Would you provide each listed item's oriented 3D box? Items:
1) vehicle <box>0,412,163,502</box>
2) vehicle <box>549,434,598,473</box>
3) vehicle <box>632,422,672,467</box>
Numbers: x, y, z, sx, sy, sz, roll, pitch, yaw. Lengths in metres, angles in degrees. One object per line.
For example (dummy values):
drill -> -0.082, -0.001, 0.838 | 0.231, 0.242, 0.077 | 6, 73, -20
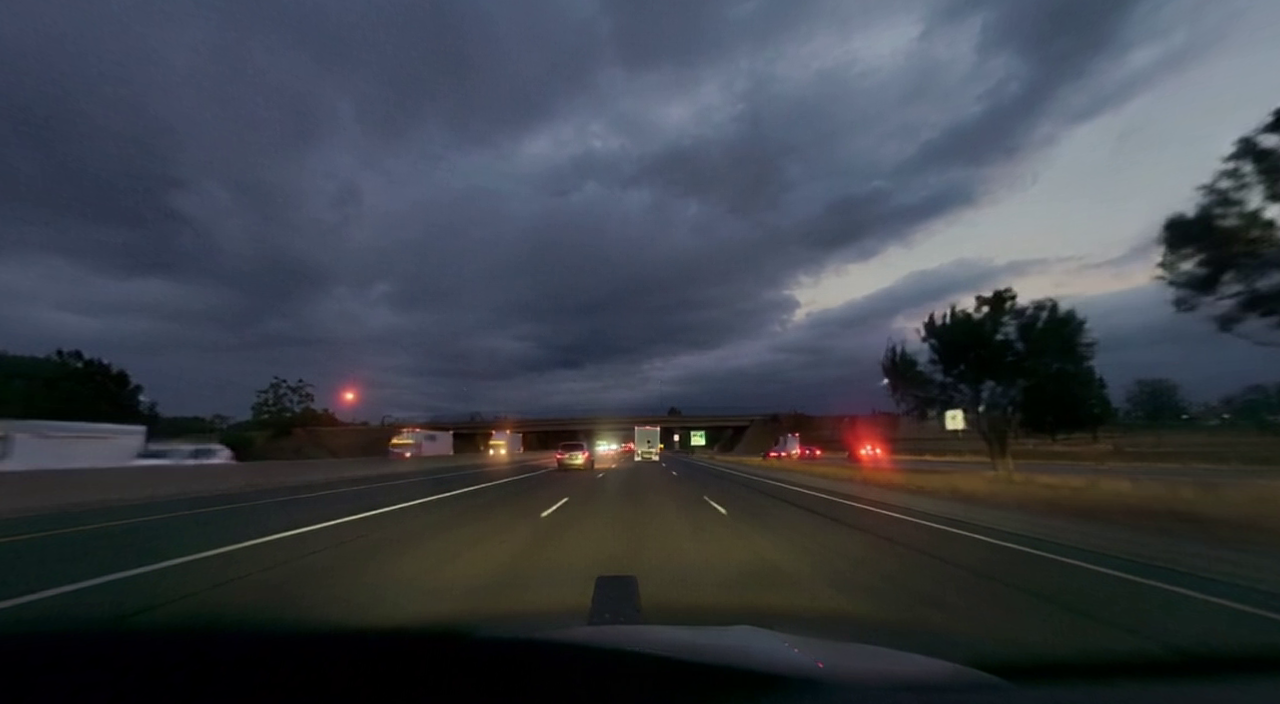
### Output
vehicle -> -24.056, 4.142, 25.002 | 2.981, 3.143, 9.174 | 0, -9, 0
vehicle -> -3.814, 5.972, 37.175 | 2.233, 2.093, 5.565 | 0, -9, 0
vehicle -> 0.791, 6.926, 47.205 | 2.790, 3.075, 7.414 | 0, -9, 0
